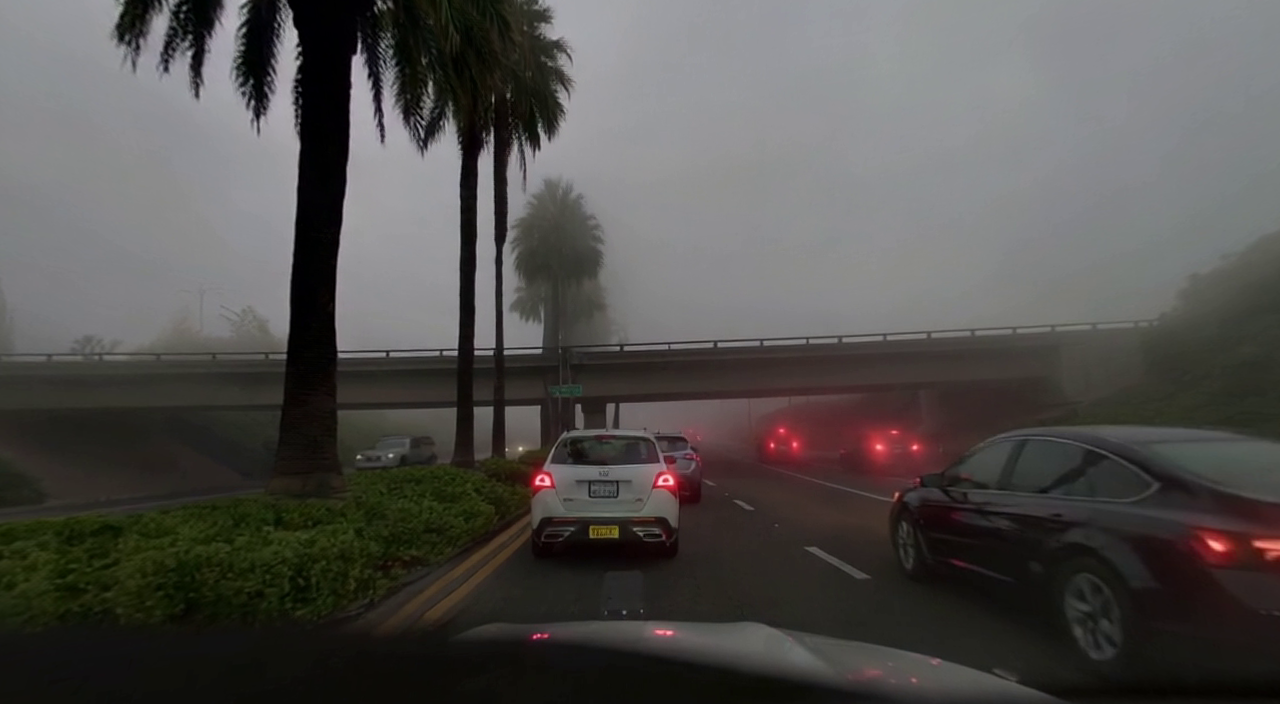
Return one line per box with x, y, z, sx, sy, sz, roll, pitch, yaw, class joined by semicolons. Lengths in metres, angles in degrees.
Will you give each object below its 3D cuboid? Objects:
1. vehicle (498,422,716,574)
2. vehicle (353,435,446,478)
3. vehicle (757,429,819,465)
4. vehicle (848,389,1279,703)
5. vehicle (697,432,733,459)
-0.270;1.758;8.347;2.172;1.506;4.018;0;-8;2;vehicle
-12.085;5.262;32.041;2.386;1.943;5.700;-1;-8;1;vehicle
8.047;5.247;34.670;2.242;1.817;4.837;0;-8;0;vehicle
3.422;1.261;4.902;2.034;1.517;4.840;0;-8;1;vehicle
5.050;6.384;42.895;1.947;1.716;4.110;0;-8;0;vehicle
